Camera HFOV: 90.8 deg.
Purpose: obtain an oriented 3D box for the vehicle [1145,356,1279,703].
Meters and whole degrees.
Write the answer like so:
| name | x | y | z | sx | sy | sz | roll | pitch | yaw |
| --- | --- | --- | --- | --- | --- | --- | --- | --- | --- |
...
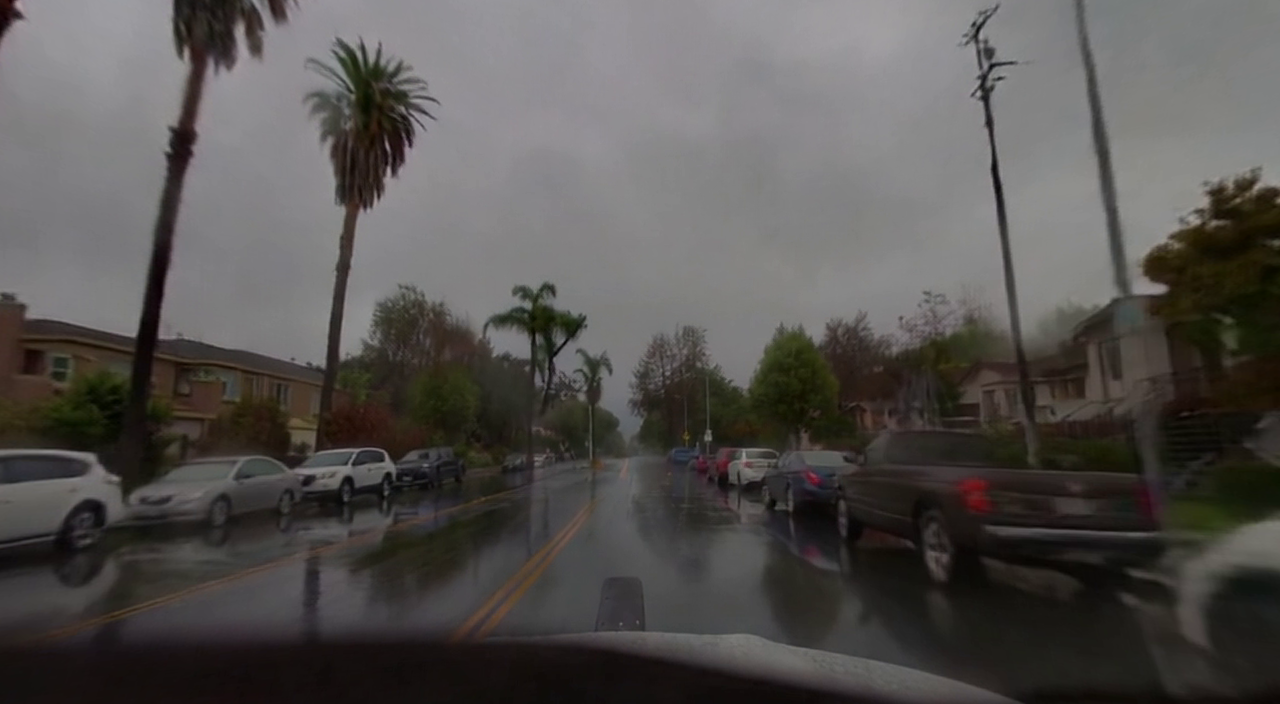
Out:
| name | x | y | z | sx | sy | sz | roll | pitch | yaw |
| --- | --- | --- | --- | --- | --- | --- | --- | --- | --- |
| vehicle | 3.613 | 0.630 | 1.124 | 1.899 | 1.669 | 4.259 | 0 | -8 | 1 |

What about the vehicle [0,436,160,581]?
| name | x | y | z | sx | sy | sz | roll | pitch | yaw |
| --- | --- | --- | --- | --- | --- | --- | --- | --- | --- |
| vehicle | -9.179 | 1.997 | 8.305 | 4.081 | 1.752 | 1.871 | 3 | -9 | -21 |

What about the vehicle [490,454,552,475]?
| name | x | y | z | sx | sy | sz | roll | pitch | yaw |
| --- | --- | --- | --- | --- | --- | --- | --- | --- | --- |
| vehicle | -9.148 | 8.629 | 48.599 | 4.419 | 1.486 | 1.808 | 3 | -9 | -21 |

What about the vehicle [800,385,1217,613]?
| name | x | y | z | sx | sy | sz | roll | pitch | yaw |
| --- | --- | --- | --- | --- | --- | --- | --- | --- | --- |
| vehicle | 3.772 | 1.597 | 7.857 | 2.121 | 1.929 | 4.763 | 0 | -8 | -3 |
